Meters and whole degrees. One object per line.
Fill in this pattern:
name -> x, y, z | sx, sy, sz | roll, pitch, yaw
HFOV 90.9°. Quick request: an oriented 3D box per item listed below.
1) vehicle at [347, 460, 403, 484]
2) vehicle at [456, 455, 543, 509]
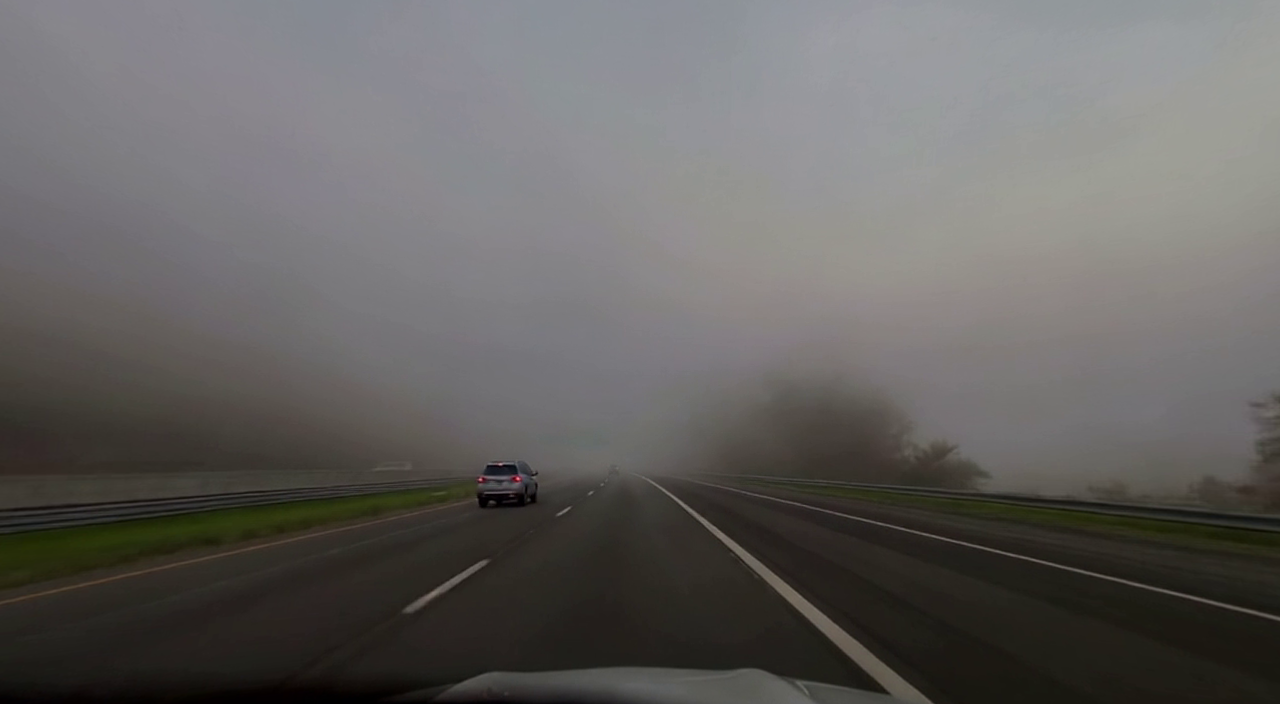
vehicle -> -16.709, 7.579, 39.925 | 1.795, 1.428, 4.090 | 1, -10, 0
vehicle -> -4.548, 4.288, 20.974 | 2.025, 1.584, 3.657 | 1, -10, 0
